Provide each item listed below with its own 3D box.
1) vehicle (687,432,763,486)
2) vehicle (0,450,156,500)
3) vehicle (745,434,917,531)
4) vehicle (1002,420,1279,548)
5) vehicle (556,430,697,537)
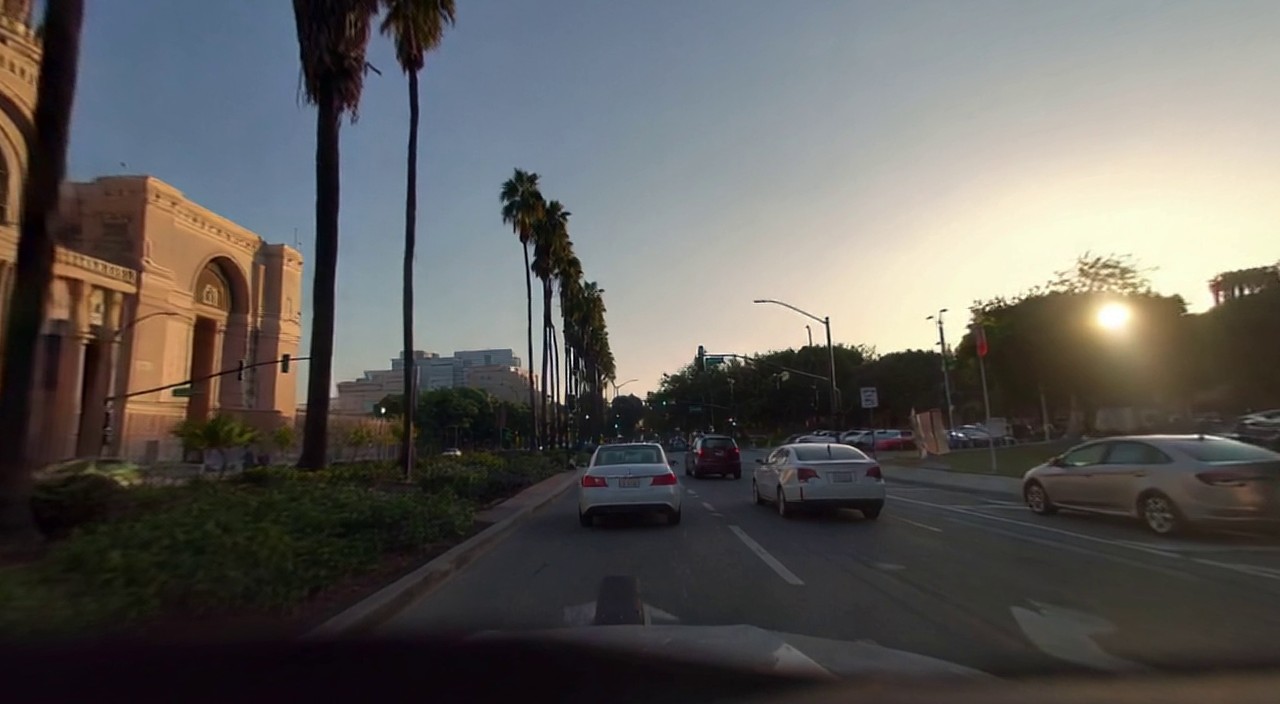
[{"bbox_3d":[3.247,4.328,25.978,2.127,1.854,7.971,0,-9,1],"label":"vehicle"},{"bbox_3d":[-21.067,4.576,23.939,1.958,1.675,4.389,0,-9,-1],"label":"vehicle"},{"bbox_3d":[3.309,2.342,11.923,1.833,1.465,4.258,0,-9,-1],"label":"vehicle"},{"bbox_3d":[7.898,1.934,9.967,1.875,1.588,4.072,0,-8,-1],"label":"vehicle"},{"bbox_3d":[-0.208,2.202,11.112,2.050,1.521,3.747,0,-9,0],"label":"vehicle"}]
